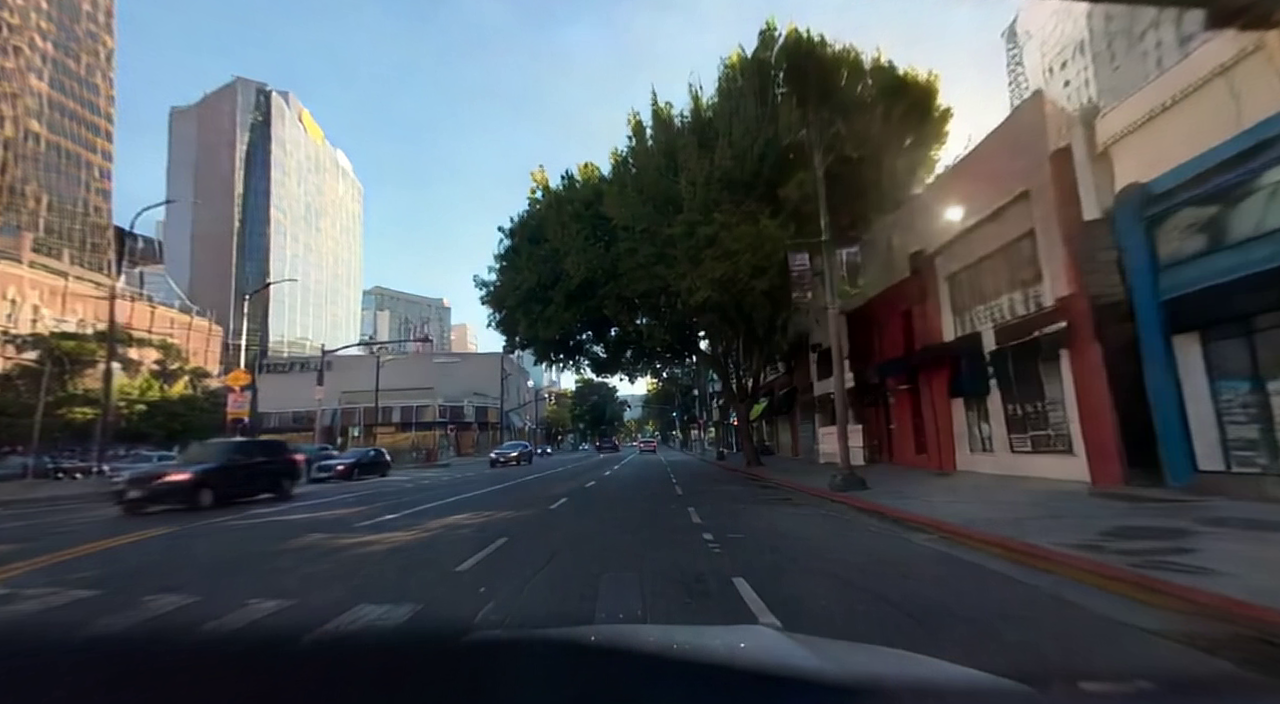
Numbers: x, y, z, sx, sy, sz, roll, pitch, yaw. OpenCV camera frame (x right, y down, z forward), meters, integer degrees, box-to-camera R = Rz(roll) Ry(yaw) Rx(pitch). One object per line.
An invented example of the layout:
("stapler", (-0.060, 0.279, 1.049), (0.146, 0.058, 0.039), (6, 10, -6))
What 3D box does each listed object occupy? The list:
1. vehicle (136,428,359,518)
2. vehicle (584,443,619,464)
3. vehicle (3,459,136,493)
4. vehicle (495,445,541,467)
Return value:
("vehicle", (-9.209, 2.861, 15.514), (2.281, 1.834, 4.736), (-1, -9, 2))
("vehicle", (-2.610, 7.036, 43.872), (1.962, 1.420, 4.021), (-1, -9, 4))
("vehicle", (-28.168, 6.086, 31.369), (1.755, 1.445, 4.485), (-5, -10, 29))
("vehicle", (-8.331, 7.131, 43.494), (2.050, 1.457, 4.338), (-1, -9, 3))
